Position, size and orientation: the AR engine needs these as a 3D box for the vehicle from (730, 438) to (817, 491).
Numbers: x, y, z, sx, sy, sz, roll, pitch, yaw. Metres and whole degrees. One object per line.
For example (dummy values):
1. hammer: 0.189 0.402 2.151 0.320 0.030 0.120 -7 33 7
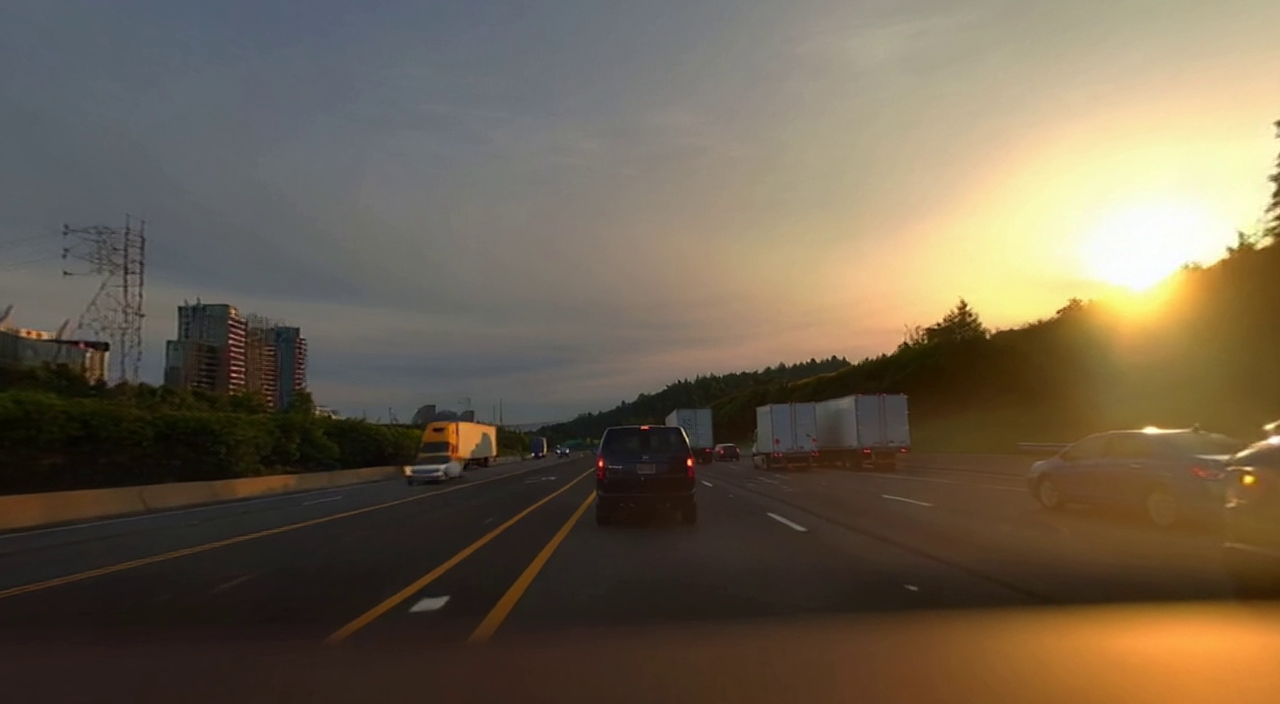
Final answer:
1. vehicle: 4.136 3.547 20.018 1.859 1.512 3.711 0 -9 -1

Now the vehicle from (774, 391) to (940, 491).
1. vehicle: 8.102 3.655 25.449 2.799 3.188 10.578 0 -9 -1

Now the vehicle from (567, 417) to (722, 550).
1. vehicle: 0.031 1.944 9.759 1.965 1.664 3.428 0 -9 -1

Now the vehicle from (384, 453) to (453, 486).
1. vehicle: -11.500 6.114 32.902 1.925 1.517 4.598 0 -9 0

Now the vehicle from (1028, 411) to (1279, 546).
1. vehicle: 8.566 1.897 9.995 1.913 1.652 4.384 0 -9 0
